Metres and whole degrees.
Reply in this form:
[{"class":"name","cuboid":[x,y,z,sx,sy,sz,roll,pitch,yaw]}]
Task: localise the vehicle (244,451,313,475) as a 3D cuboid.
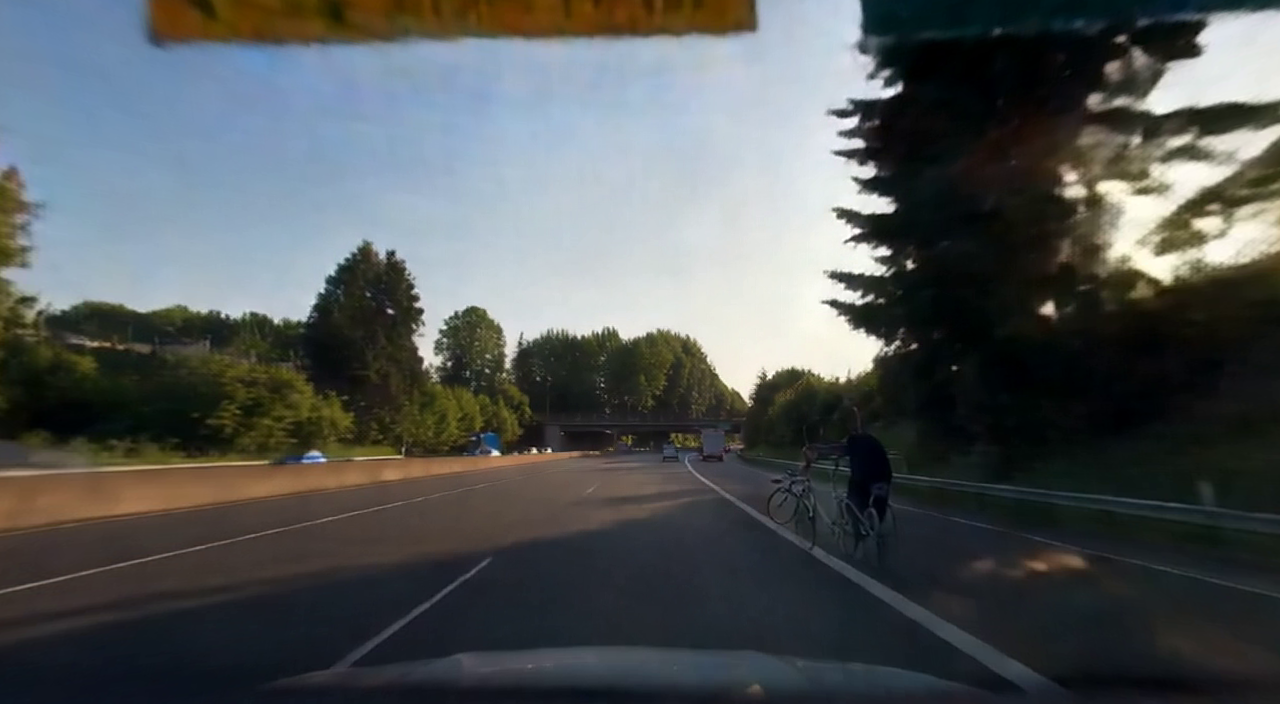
[{"class":"vehicle","cuboid":[-23.545,7.224,41.183,1.864,1.479,4.366,0,-9,1]}]
